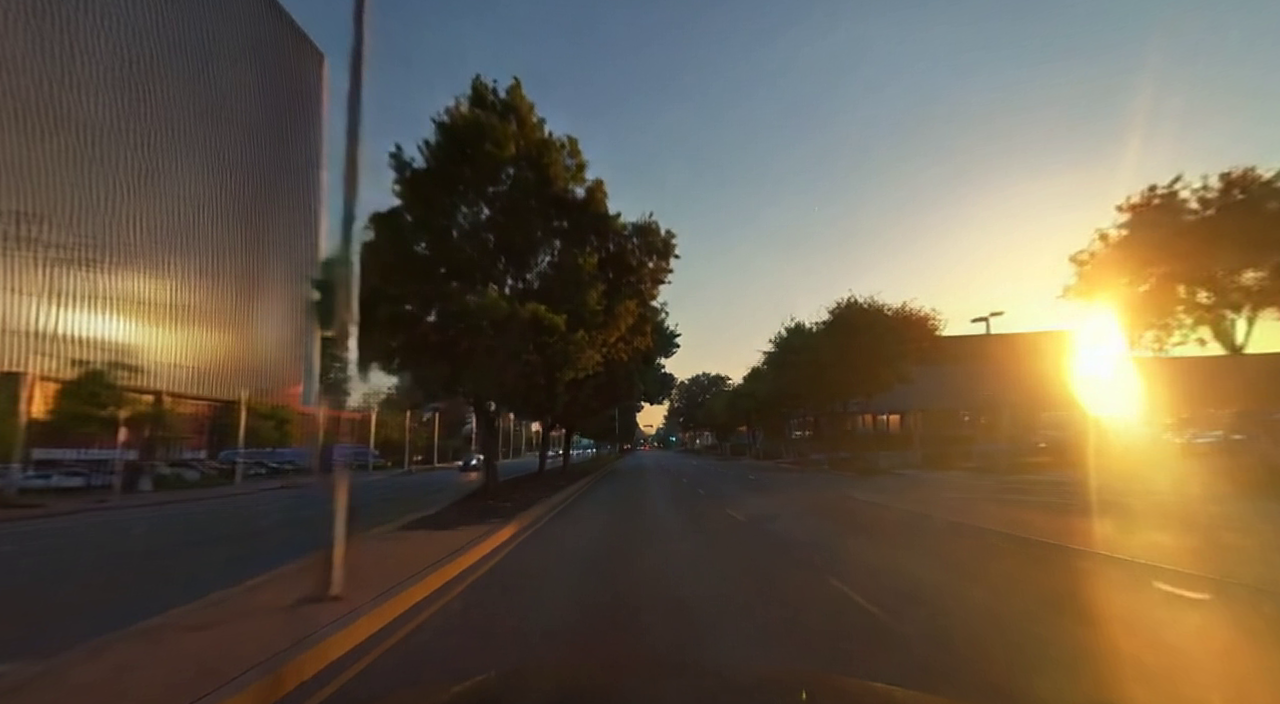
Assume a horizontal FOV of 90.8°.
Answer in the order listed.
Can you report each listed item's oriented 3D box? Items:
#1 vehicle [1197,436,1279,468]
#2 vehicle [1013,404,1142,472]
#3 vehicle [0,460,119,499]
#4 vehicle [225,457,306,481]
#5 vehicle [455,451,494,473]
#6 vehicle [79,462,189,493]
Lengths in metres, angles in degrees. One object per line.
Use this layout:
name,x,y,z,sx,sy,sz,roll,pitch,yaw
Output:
vehicle,29.956,4.858,30.876,1.748,1.435,3.949,0,-9,-1
vehicle,25.760,5.191,37.755,2.724,3.646,7.111,0,-9,2
vehicle,-27.729,6.045,30.153,4.188,1.629,1.946,6,-11,-37
vehicle,-26.533,8.286,44.929,4.786,1.486,1.936,4,-10,-28
vehicle,-12.410,8.247,47.568,1.857,1.483,3.791,0,-9,1
vehicle,-27.194,6.730,34.126,4.457,1.425,2.027,6,-11,-37
